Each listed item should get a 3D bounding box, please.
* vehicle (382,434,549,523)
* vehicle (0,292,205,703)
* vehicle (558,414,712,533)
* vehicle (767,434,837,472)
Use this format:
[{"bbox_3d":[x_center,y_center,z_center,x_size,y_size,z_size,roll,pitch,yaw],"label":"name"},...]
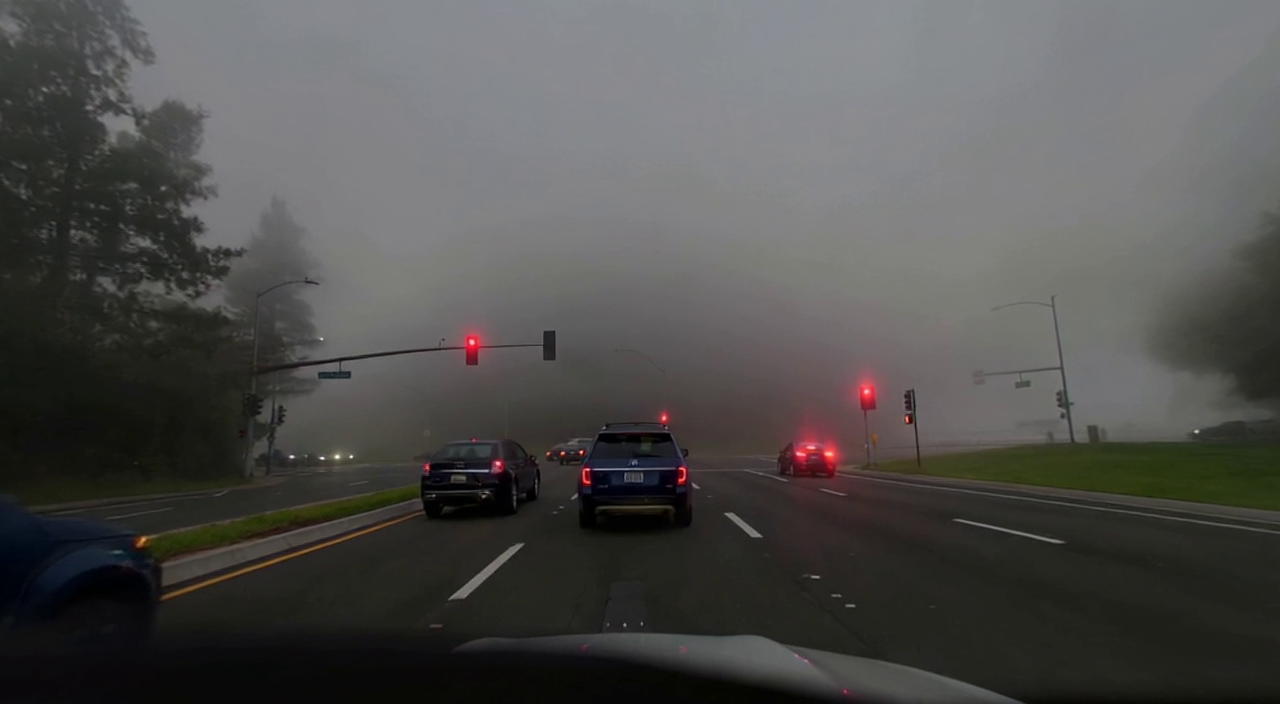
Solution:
[{"bbox_3d":[-3.372,2.554,13.445,2.061,1.504,5.142,0,-8,0],"label":"vehicle"},{"bbox_3d":[-3.583,0.487,0.808,2.320,1.863,5.148,0,-8,1],"label":"vehicle"},{"bbox_3d":[-0.069,2.129,11.586,2.298,1.770,4.138,0,-8,0],"label":"vehicle"},{"bbox_3d":[8.017,5.060,31.751,2.166,1.761,4.692,0,-8,-2],"label":"vehicle"}]
